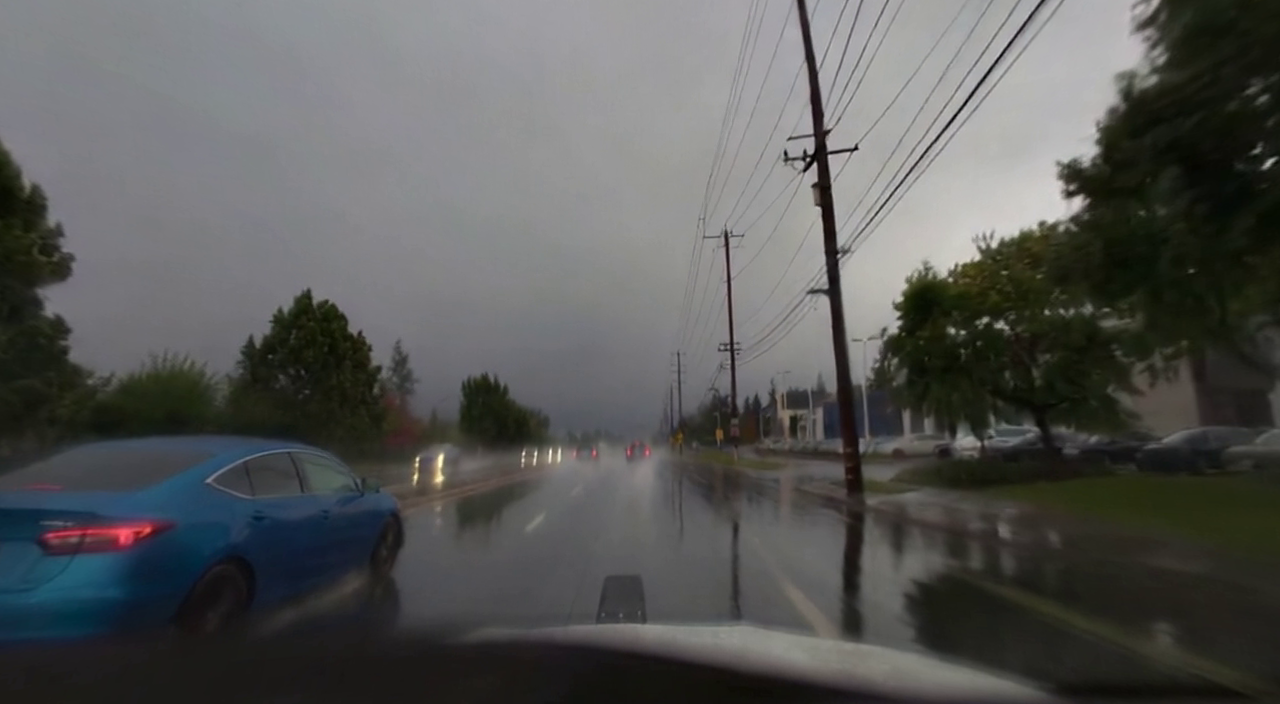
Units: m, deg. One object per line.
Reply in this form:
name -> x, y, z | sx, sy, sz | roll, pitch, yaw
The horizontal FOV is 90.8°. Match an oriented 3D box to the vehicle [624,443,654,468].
vehicle -> -0.128, 7.853, 47.787 | 2.182, 1.773, 4.041 | 0, -10, -1

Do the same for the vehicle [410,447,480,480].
vehicle -> -9.033, 5.234, 29.611 | 1.971, 1.415, 4.317 | 0, -10, -1

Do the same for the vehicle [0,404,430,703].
vehicle -> -3.448, 1.375, 5.067 | 1.928, 1.488, 4.635 | 0, -10, 0

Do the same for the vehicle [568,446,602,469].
vehicle -> -3.744, 7.348, 43.785 | 2.021, 1.486, 3.623 | 0, -10, 0
